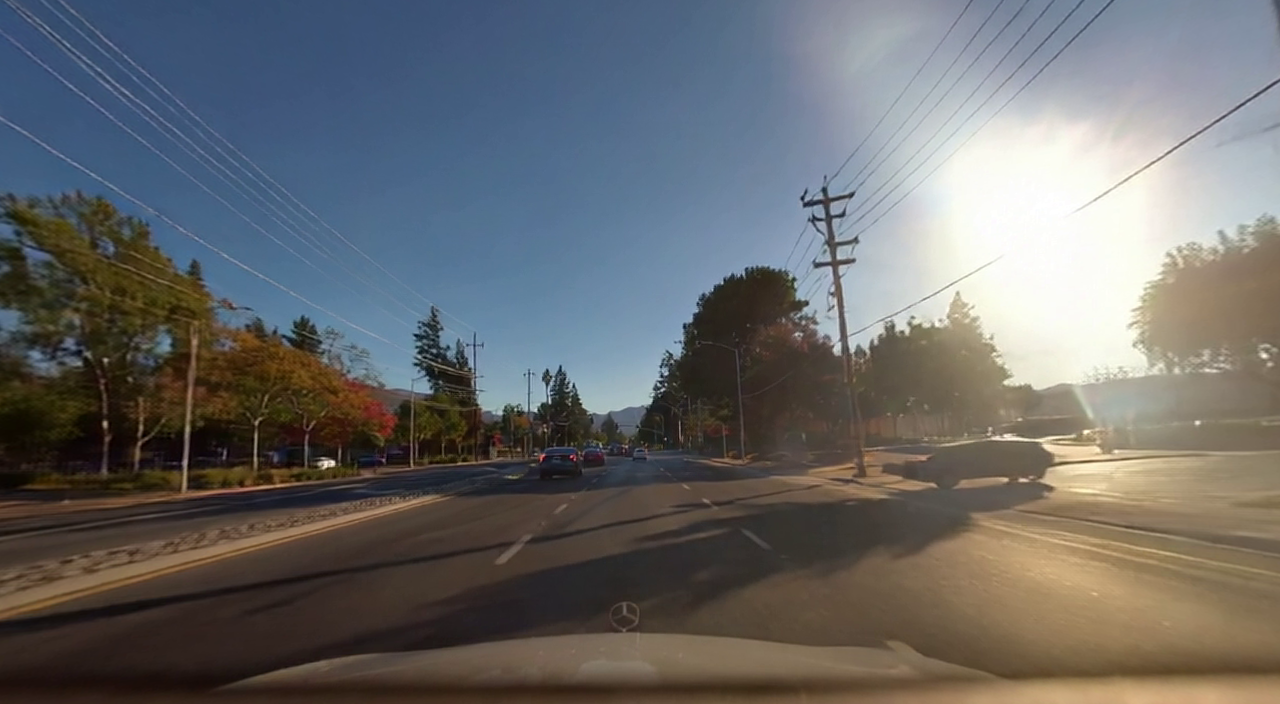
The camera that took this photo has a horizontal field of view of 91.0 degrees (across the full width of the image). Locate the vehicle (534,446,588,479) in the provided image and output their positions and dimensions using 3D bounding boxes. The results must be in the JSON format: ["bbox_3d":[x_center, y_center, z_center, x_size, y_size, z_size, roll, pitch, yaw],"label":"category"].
[{"bbox_3d":[-3.719,5.279,30.368,2.076,1.444,4.328,0,-9,0],"label":"vehicle"}]

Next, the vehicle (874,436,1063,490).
[{"bbox_3d":[10.268,3.473,19.928,4.885,1.576,2.024,1,-9,-6],"label":"vehicle"}]
